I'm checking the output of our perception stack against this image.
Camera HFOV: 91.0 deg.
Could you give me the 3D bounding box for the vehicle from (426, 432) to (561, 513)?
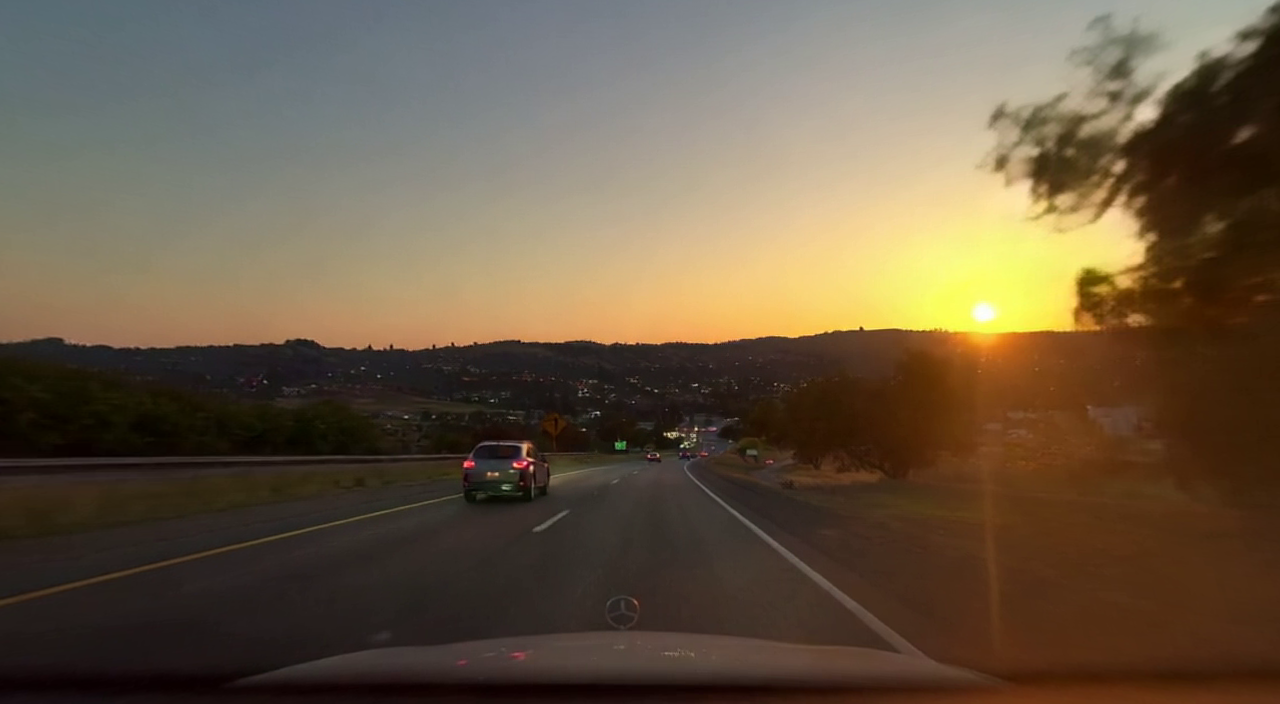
[{"bbox_3d":[-3.570,3.059,16.466,2.193,1.771,4.757,0,-9,2],"label":"vehicle"}]
